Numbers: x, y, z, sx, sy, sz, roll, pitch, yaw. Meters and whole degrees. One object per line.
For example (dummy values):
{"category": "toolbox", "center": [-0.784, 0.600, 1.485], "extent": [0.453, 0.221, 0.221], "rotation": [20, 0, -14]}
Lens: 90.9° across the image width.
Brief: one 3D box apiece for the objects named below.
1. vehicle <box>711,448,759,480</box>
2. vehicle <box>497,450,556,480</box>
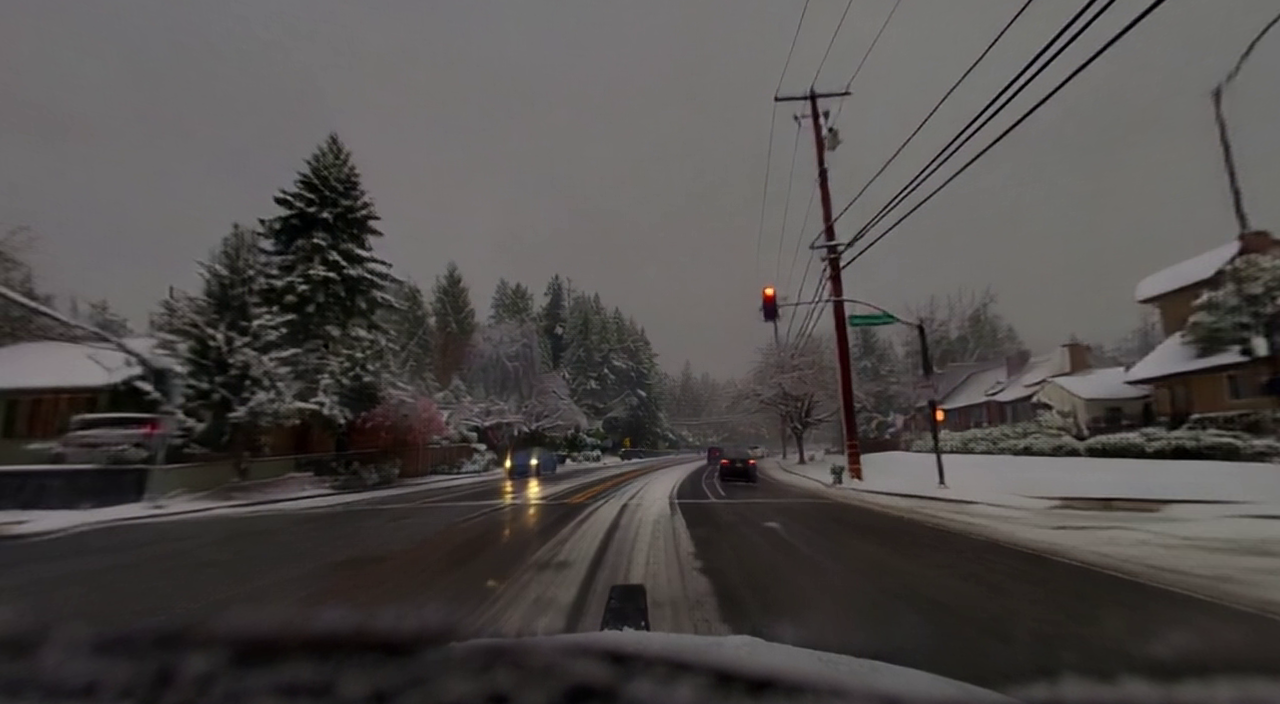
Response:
{"category": "vehicle", "center": [4.805, 5.709, 32.433], "extent": [1.951, 1.479, 4.487], "rotation": [-1, -8, 3]}
{"category": "vehicle", "center": [-5.987, 6.020, 33.848], "extent": [1.985, 1.463, 4.294], "rotation": [-1, -8, 6]}
